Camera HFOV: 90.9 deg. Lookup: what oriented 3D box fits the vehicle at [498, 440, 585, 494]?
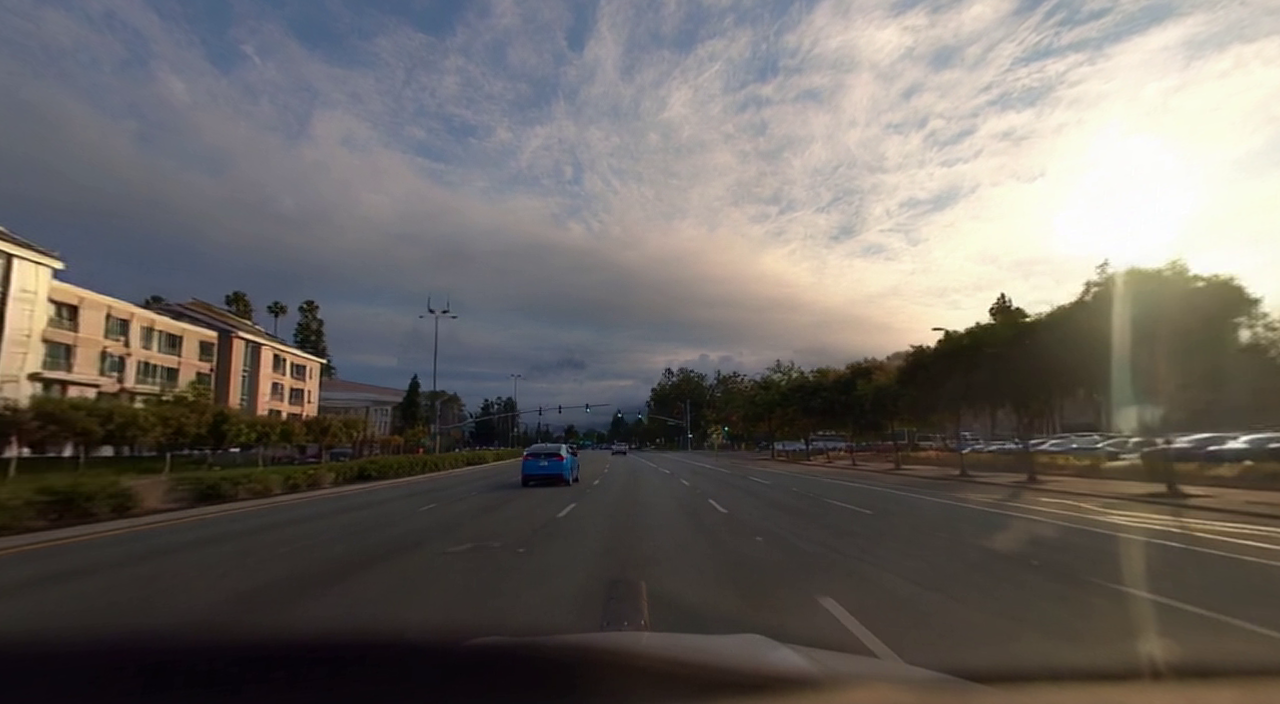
[{"bbox_3d":[-2.984,3.592,20.182,2.009,1.489,4.543,-1,-8,1],"label":"vehicle"}]
